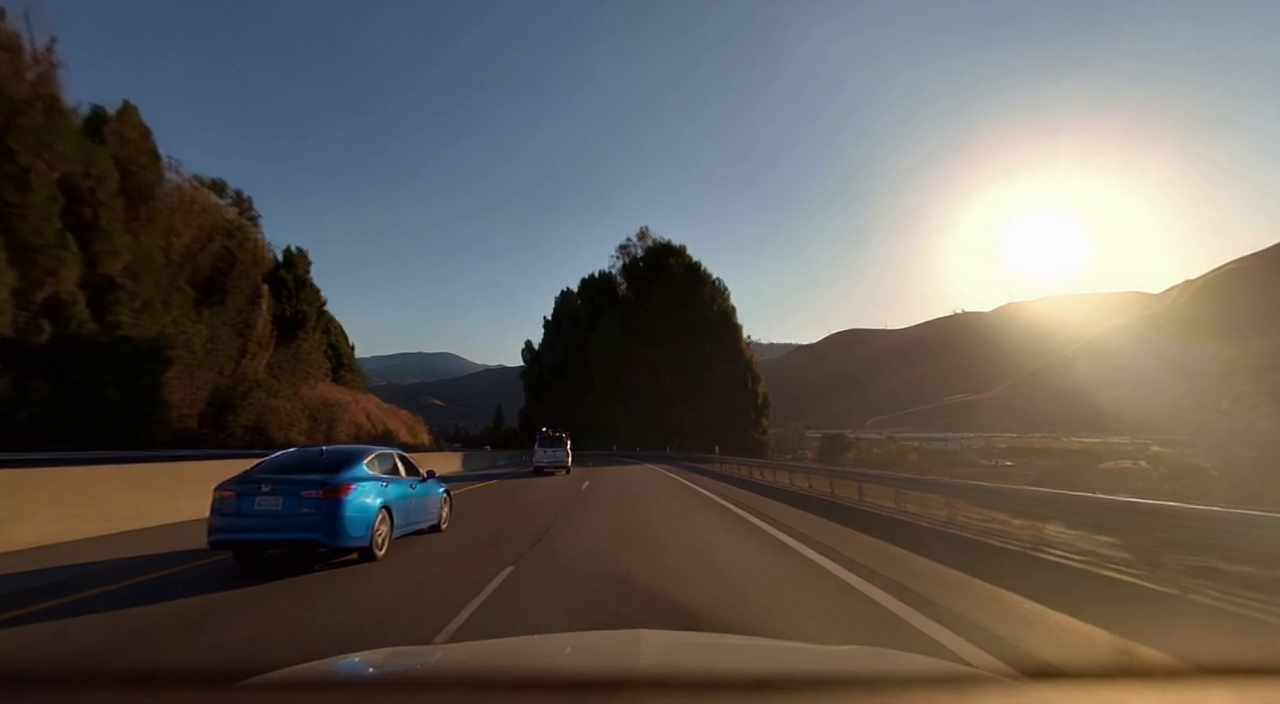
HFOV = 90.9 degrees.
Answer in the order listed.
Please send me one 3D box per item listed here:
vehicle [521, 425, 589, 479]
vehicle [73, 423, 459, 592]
[{"bbox_3d":[-3.732,4.543,28.834,2.444,2.204,5.568,0,-8,-1],"label":"vehicle"},{"bbox_3d":[-4.056,1.755,8.064,2.097,1.511,4.585,0,-8,0],"label":"vehicle"}]
